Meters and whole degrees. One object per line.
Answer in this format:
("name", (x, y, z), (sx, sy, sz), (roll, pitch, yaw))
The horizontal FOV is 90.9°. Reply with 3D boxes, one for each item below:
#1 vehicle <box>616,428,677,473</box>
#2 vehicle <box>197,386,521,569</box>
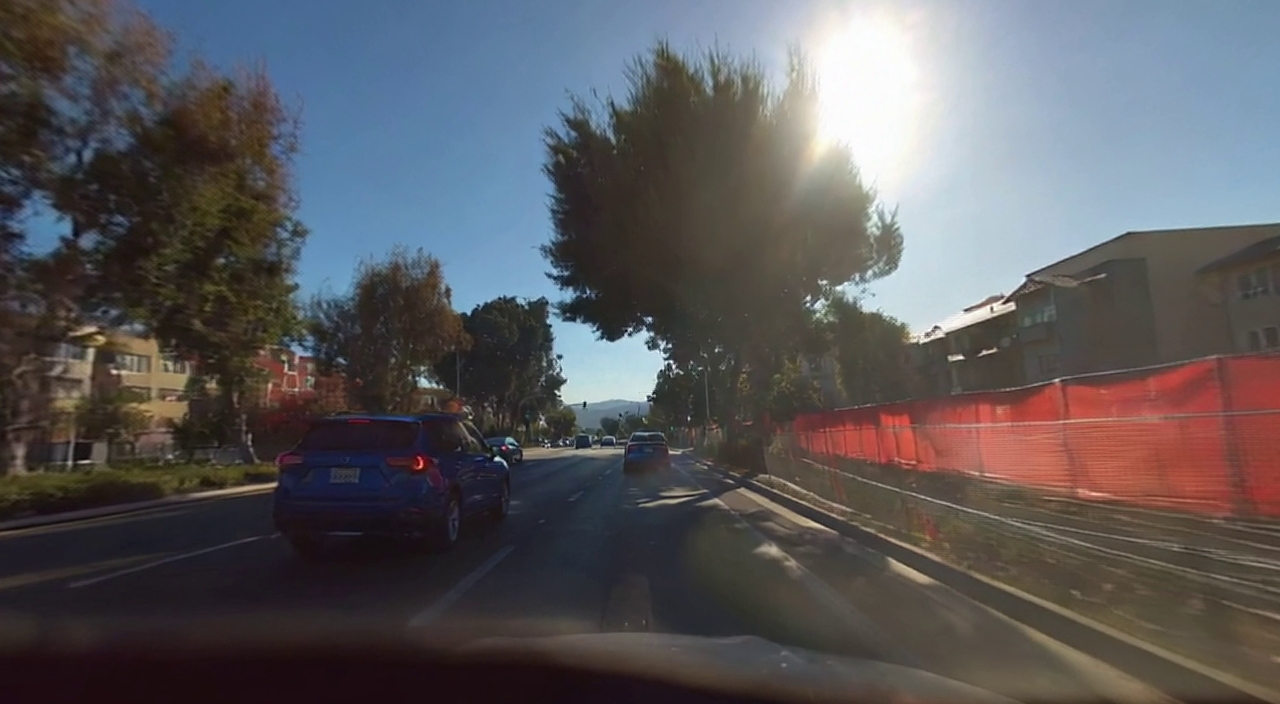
("vehicle", (0.227, 3.901, 25.199), (2.227, 1.654, 4.091), (0, -8, -1))
("vehicle", (-3.319, 1.616, 8.913), (2.157, 1.824, 4.986), (0, -8, 2))
